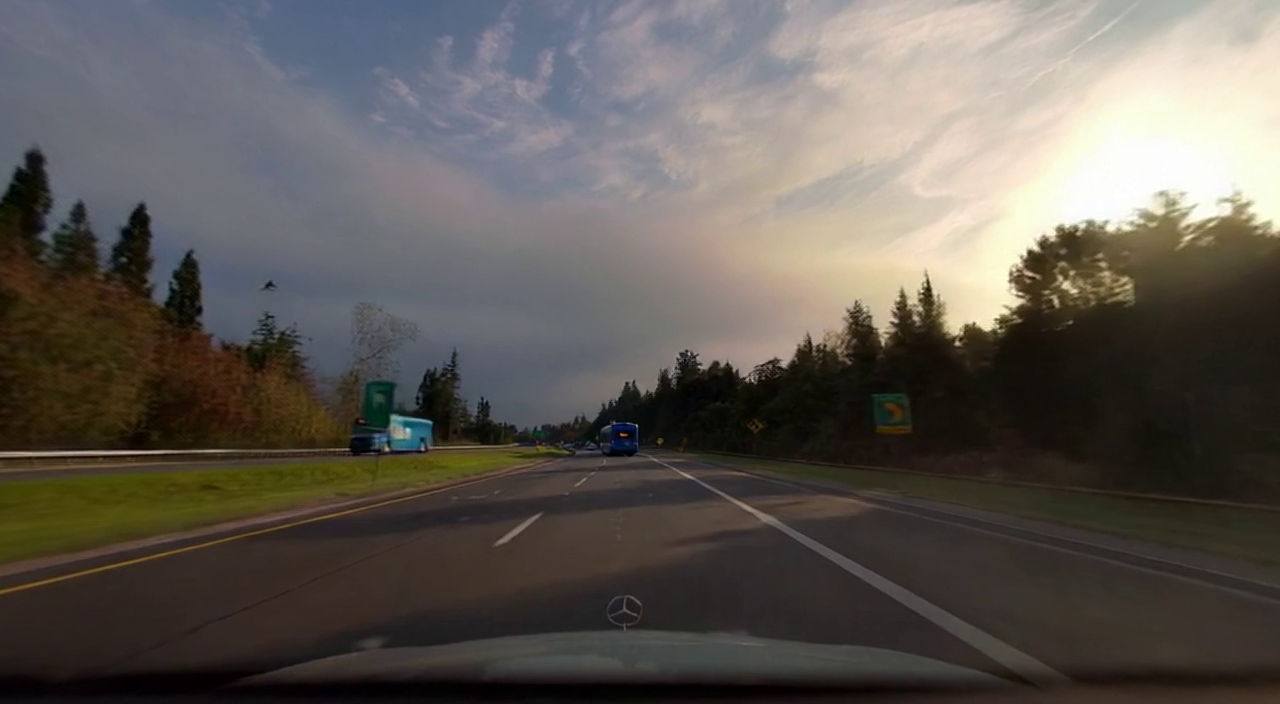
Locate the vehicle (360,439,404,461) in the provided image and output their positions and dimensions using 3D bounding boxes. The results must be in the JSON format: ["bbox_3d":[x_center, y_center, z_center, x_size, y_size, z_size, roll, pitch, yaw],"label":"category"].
[{"bbox_3d":[-20.254,7.703,49.666,1.810,1.612,4.003,0,-9,-2],"label":"vehicle"}]
